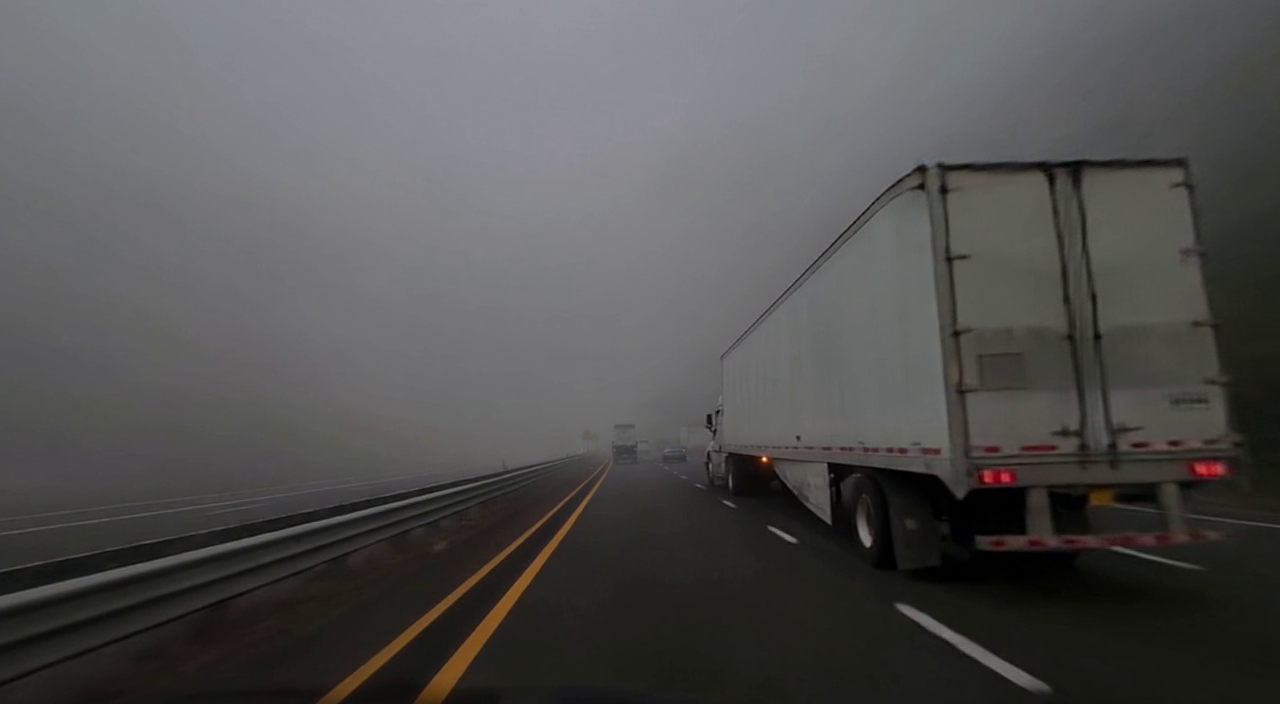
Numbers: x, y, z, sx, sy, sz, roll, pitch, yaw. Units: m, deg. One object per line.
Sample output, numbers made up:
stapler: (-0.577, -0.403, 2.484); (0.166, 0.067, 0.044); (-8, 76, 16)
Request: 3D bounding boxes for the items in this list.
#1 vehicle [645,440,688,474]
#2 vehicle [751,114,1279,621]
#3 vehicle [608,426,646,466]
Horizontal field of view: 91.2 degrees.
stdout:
vehicle: (1.499, 5.593, 33.531); (2.127, 1.642, 3.899); (-1, -9, 5)
vehicle: (3.891, 0.639, 9.222); (2.816, 4.086, 8.486); (0, -9, -1)
vehicle: (-0.889, 7.052, 46.896); (2.506, 2.743, 6.093); (0, -9, 2)
